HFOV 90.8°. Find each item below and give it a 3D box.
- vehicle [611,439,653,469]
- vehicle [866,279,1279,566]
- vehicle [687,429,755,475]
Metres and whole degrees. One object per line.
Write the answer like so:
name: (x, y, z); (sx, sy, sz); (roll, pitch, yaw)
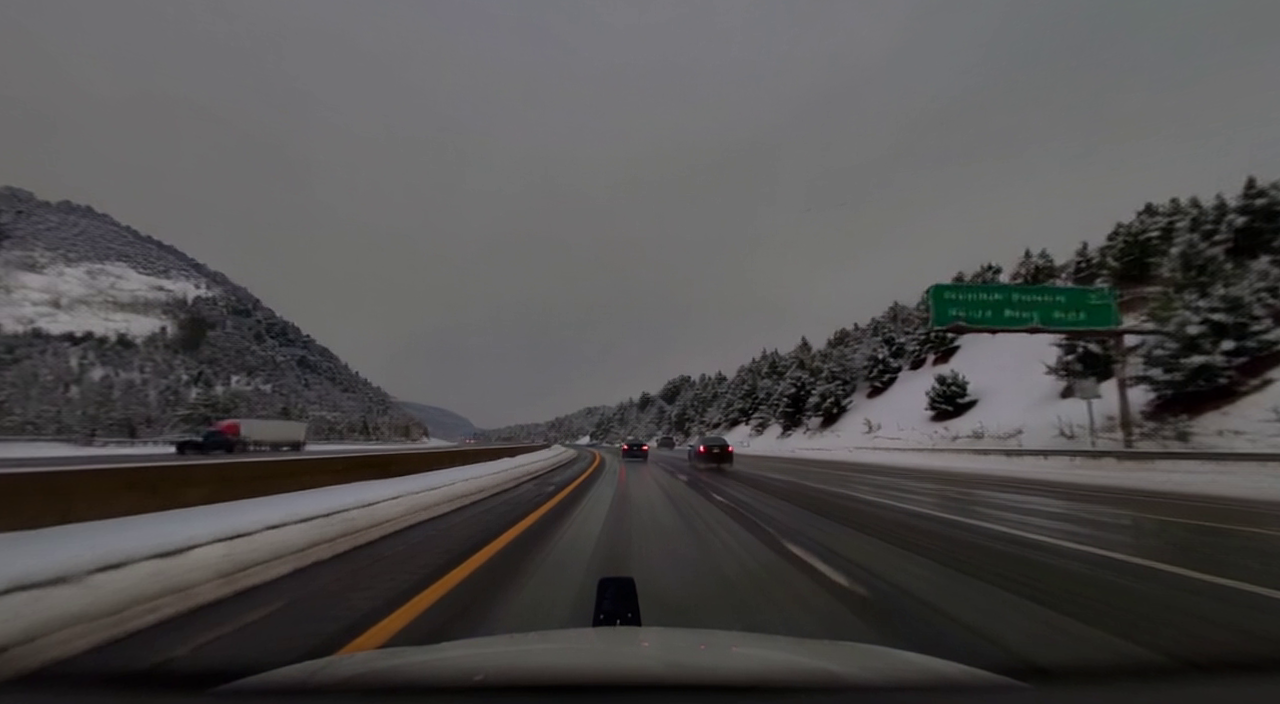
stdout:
vehicle: (-0.483, 5.368, 33.512); (2.083, 1.477, 3.965); (0, -9, -3)
vehicle: (7.399, 1.400, 11.362); (2.880, 2.975, 9.608); (0, -9, -2)
vehicle: (3.359, 4.270, 27.165); (2.098, 1.794, 4.561); (0, -9, -3)
